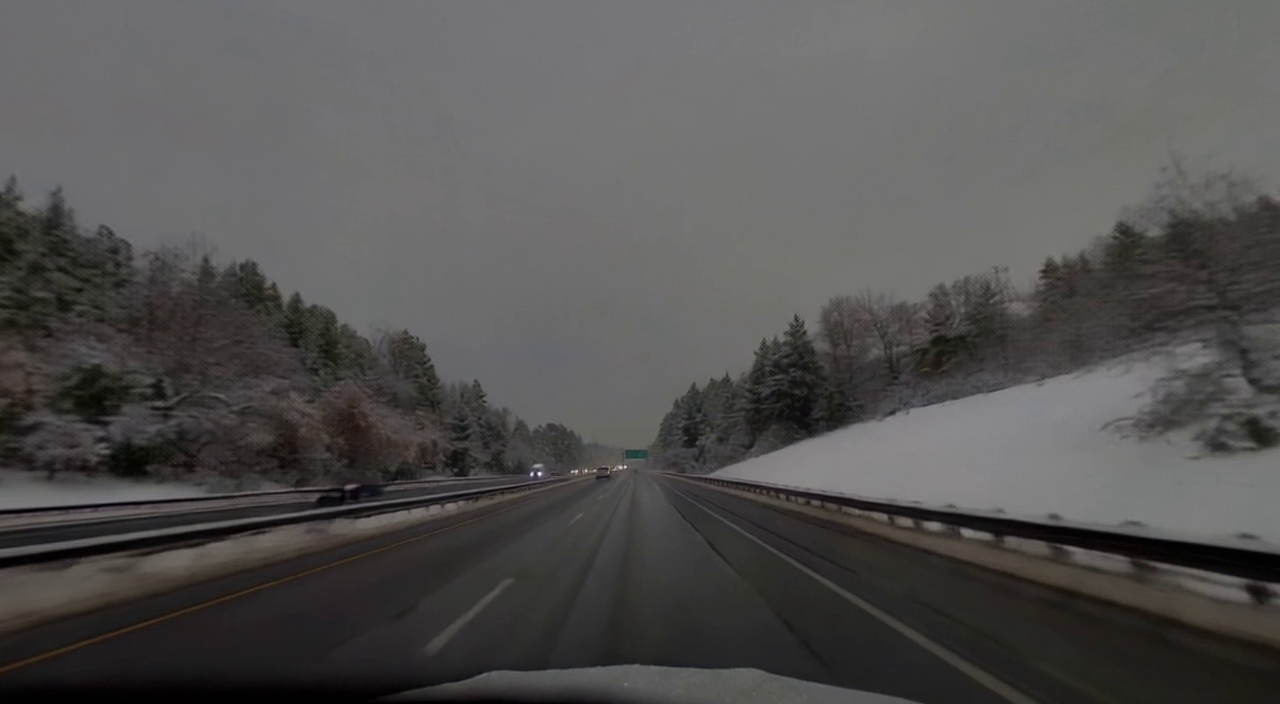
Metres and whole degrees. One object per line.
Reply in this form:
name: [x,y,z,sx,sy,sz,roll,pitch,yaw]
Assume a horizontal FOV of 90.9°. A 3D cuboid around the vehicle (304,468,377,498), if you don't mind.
vehicle: [-15.842,6.956,33.629,1.839,1.472,4.131,1,-10,0]
